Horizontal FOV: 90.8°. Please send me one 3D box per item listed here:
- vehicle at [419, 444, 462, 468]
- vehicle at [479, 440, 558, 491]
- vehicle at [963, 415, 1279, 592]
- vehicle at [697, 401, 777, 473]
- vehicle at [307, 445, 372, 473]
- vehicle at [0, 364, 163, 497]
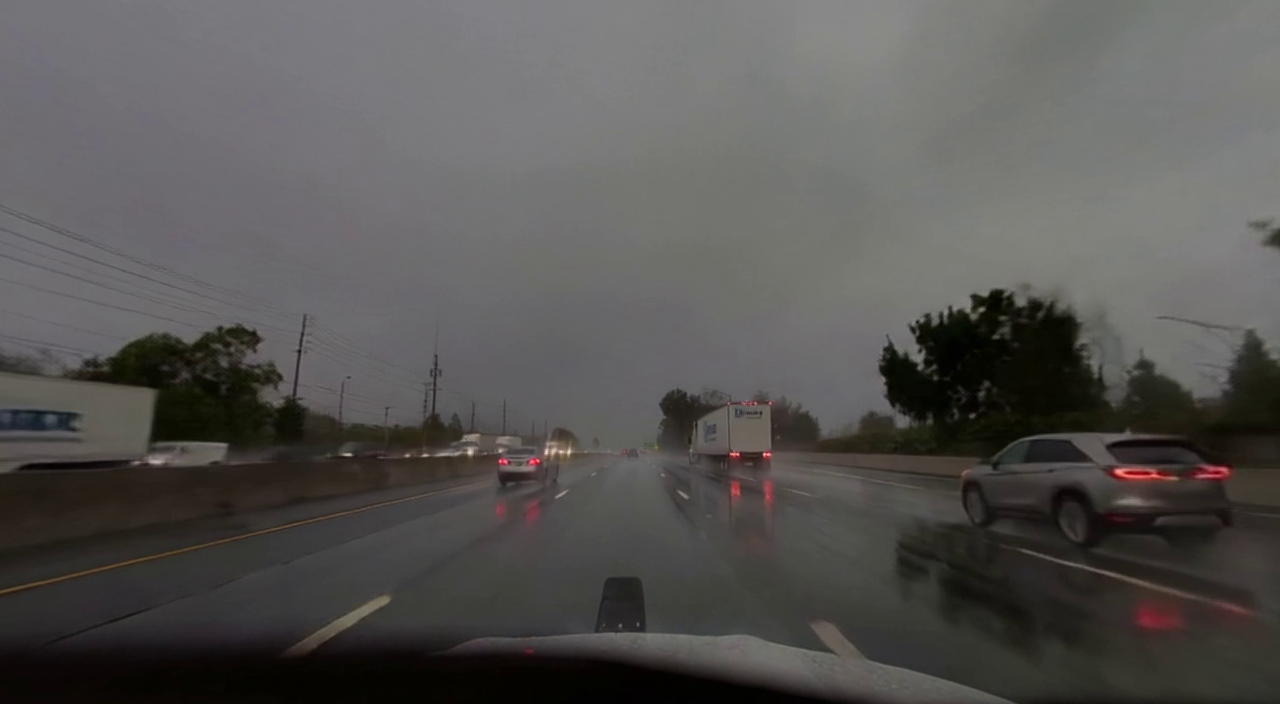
[{"bbox_3d":[-13.527,7.084,43.103,1.734,1.554,3.743,0,-9,-1],"label":"vehicle"},{"bbox_3d":[-4.248,4.042,22.821,2.027,1.651,4.099,0,-9,0],"label":"vehicle"},{"bbox_3d":[6.395,1.767,8.222,1.991,1.647,4.409,0,-9,-1],"label":"vehicle"},{"bbox_3d":[6.465,6.219,45.292,2.919,4.195,15.833,0,-9,-1],"label":"vehicle"},{"bbox_3d":[-17.527,6.248,37.032,1.975,1.557,3.814,0,-9,-1],"label":"vehicle"},{"bbox_3d":[-20.572,2.193,17.888,2.870,3.936,14.771,0,-9,-1],"label":"vehicle"}]
